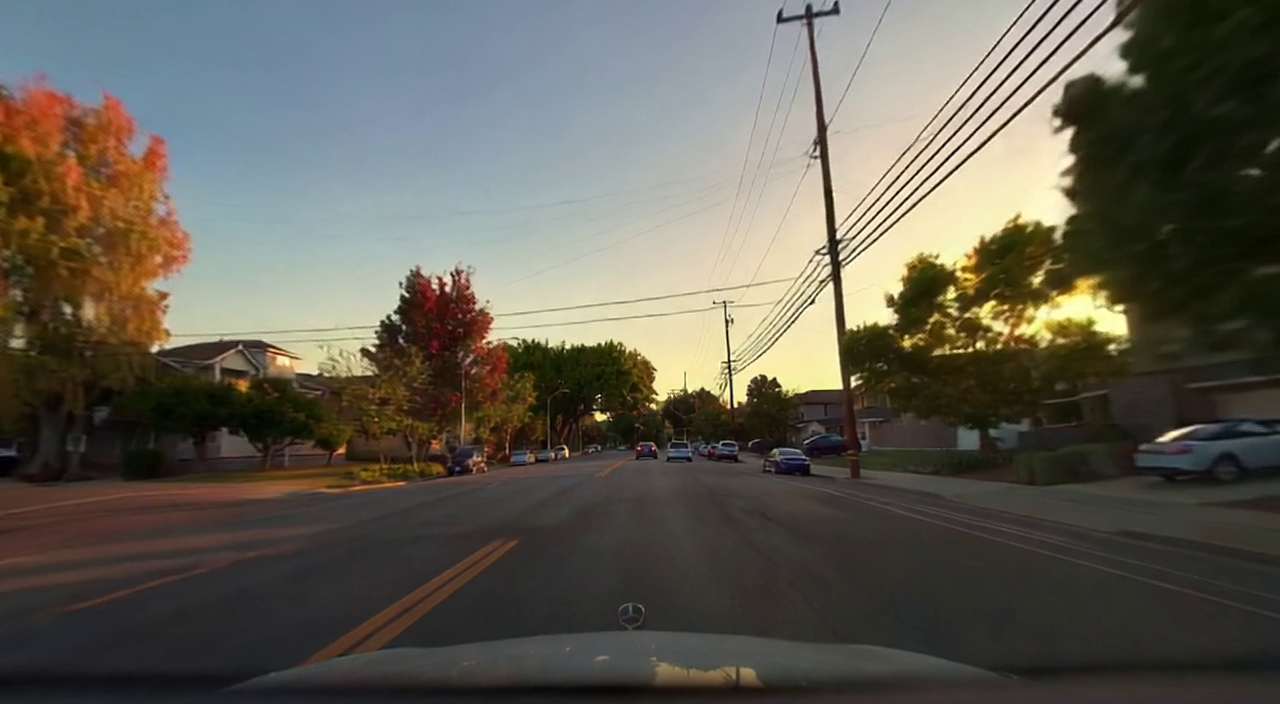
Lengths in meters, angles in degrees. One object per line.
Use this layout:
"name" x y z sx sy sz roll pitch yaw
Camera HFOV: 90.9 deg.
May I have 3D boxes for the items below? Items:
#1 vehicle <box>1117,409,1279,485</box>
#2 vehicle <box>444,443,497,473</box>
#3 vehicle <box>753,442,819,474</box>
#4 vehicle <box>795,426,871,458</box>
"vehicle" 14.371 2.245 14.939 4.479 1.671 1.913 0 -8 1
"vehicle" -10.118 6.362 38.042 1.965 1.675 4.577 0 -8 0
"vehicle" 7.006 5.148 30.846 2.070 1.428 4.636 0 -8 -1
"vehicle" 13.334 6.241 43.800 4.496 1.773 1.972 -5 -7 0
